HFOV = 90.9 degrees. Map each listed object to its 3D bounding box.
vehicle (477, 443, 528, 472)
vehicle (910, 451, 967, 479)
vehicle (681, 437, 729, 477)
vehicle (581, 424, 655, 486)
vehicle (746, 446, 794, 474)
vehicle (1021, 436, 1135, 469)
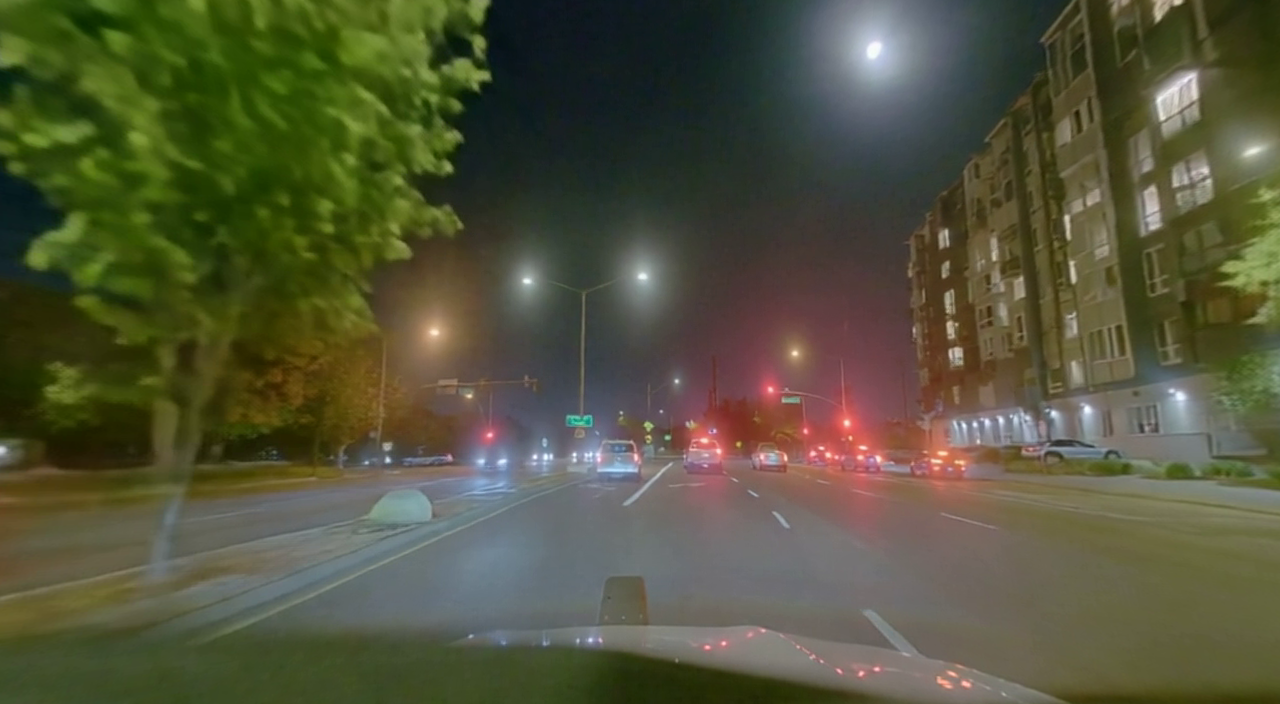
[{"bbox_3d":[-8.806,6.786,40.808,2.098,1.760,4.654,0,-9,3],"label":"vehicle"},{"bbox_3d":[17.227,6.501,36.570,1.706,1.474,3.761,-1,-9,5],"label":"vehicle"},{"bbox_3d":[3.230,5.284,31.959,2.222,1.841,4.031,-1,-9,4],"label":"vehicle"},{"bbox_3d":[-0.726,3.999,24.697,2.396,2.143,4.824,-1,-9,4],"label":"vehicle"},{"bbox_3d":[7.541,6.296,37.003,2.075,1.486,4.316,0,-9,3],"label":"vehicle"},{"bbox_3d":[26.344,6.071,38.126,5.050,1.756,2.206,-3,-10,6],"label":"vehicle"}]
